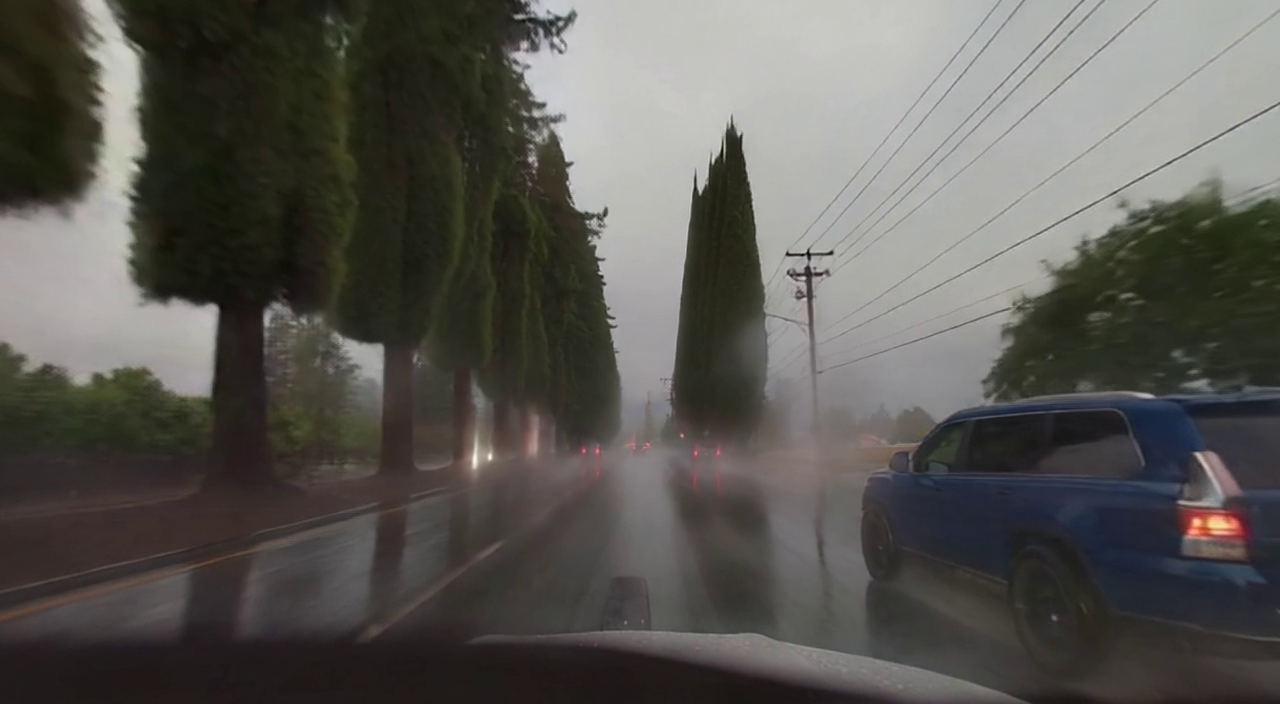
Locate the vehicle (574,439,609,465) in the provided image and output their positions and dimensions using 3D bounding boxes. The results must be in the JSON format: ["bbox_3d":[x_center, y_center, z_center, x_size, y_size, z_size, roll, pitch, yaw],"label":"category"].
[{"bbox_3d":[-3.393,7.027,44.606,2.066,1.725,4.241,0,-8,1],"label":"vehicle"}]

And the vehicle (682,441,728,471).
[{"bbox_3d":[3.355,5.460,33.407,1.906,1.468,4.422,0,-8,-1],"label":"vehicle"}]

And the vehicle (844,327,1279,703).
[{"bbox_3d":[3.294,1.088,4.470,2.182,1.744,4.464,0,-8,0],"label":"vehicle"}]
